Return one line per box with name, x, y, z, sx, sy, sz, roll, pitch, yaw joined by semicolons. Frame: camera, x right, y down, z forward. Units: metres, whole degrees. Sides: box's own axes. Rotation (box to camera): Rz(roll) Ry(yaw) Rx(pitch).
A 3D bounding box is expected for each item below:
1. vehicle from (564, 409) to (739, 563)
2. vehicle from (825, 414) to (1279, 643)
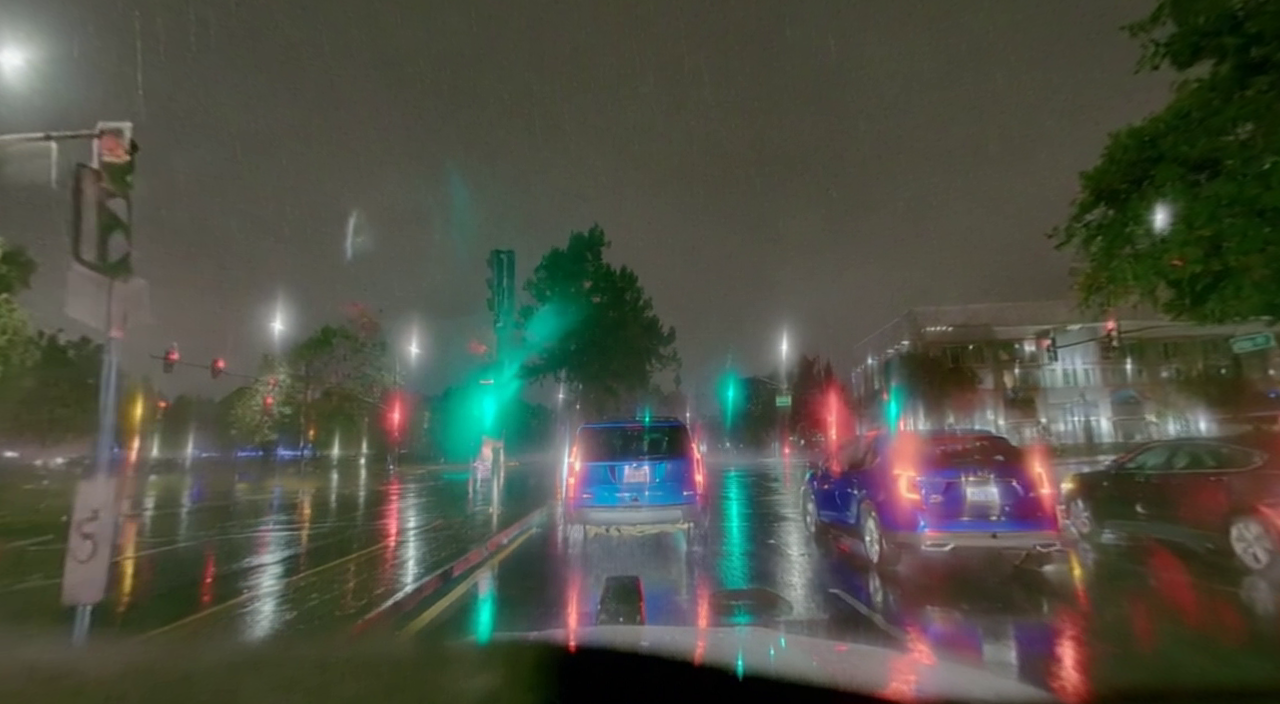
vehicle;0.064;1.894;9.628;2.085;1.807;4.038;0;-8;-2
vehicle;3.615;1.555;6.674;1.899;1.572;4.425;0;-8;-1
